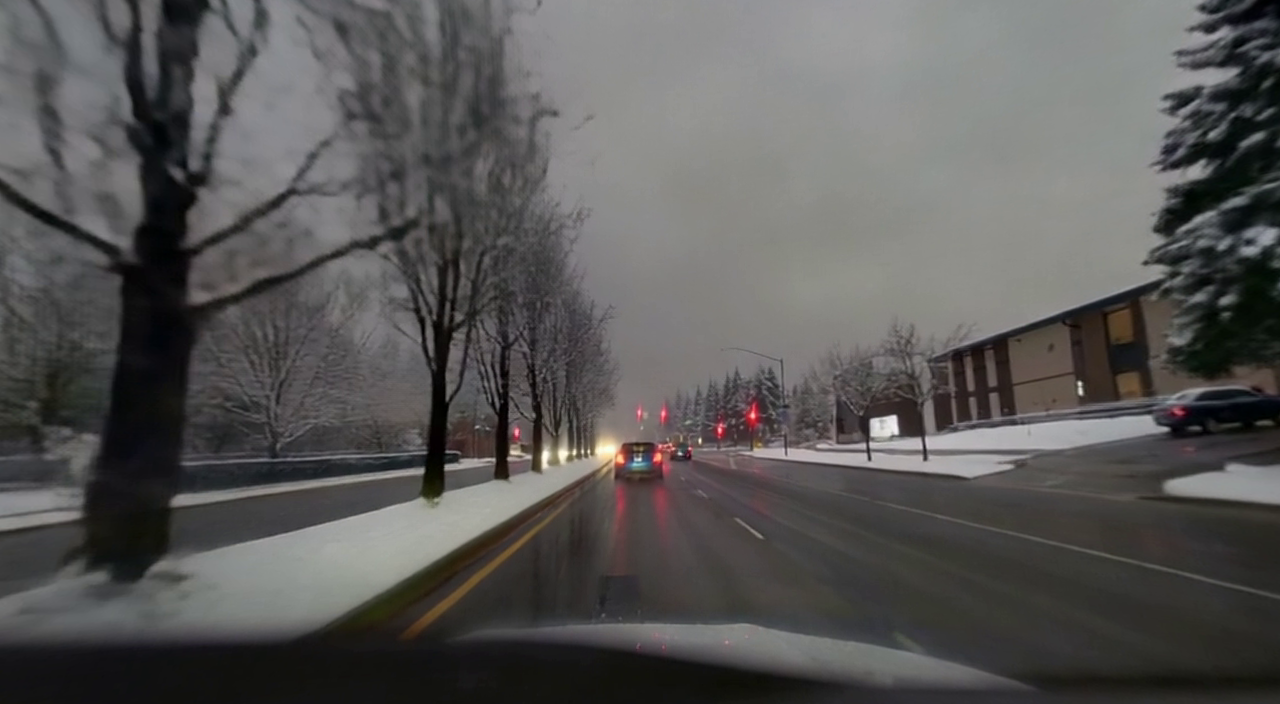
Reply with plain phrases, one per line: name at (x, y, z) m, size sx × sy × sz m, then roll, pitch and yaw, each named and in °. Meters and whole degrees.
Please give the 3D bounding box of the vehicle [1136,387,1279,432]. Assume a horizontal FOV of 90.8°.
vehicle at (22.459, 2.248, 24.508) m, size 4.738 × 1.593 × 2.123 m, roll 0°, pitch -8°, yaw -4°

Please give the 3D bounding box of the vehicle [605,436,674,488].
vehicle at (-0.065, 3.824, 22.261) m, size 2.181 × 1.639 × 4.127 m, roll 0°, pitch -9°, yaw -1°
